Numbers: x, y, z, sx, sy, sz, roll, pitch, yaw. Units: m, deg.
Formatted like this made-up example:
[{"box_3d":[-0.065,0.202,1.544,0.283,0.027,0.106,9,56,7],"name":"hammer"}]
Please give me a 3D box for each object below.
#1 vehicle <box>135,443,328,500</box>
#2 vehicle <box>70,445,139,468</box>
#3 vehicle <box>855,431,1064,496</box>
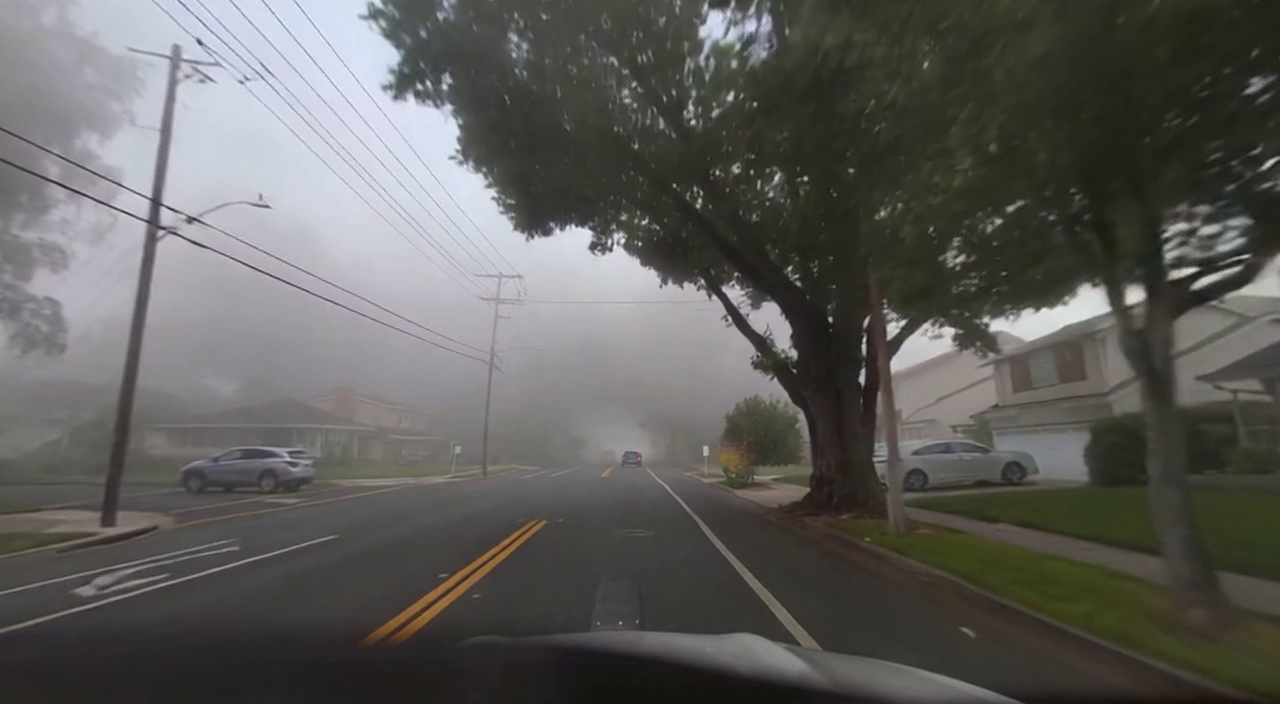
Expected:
[{"box_3d":[-14.374,4.211,22.517,5.217,1.866,2.342,0,-9,1],"name":"vehicle"},{"box_3d":[-35.077,6.887,41.470,1.533,1.417,3.342,0,-9,1],"name":"vehicle"},{"box_3d":[9.021,3.187,18.308,4.953,1.704,1.952,-2,-9,11],"name":"vehicle"}]
